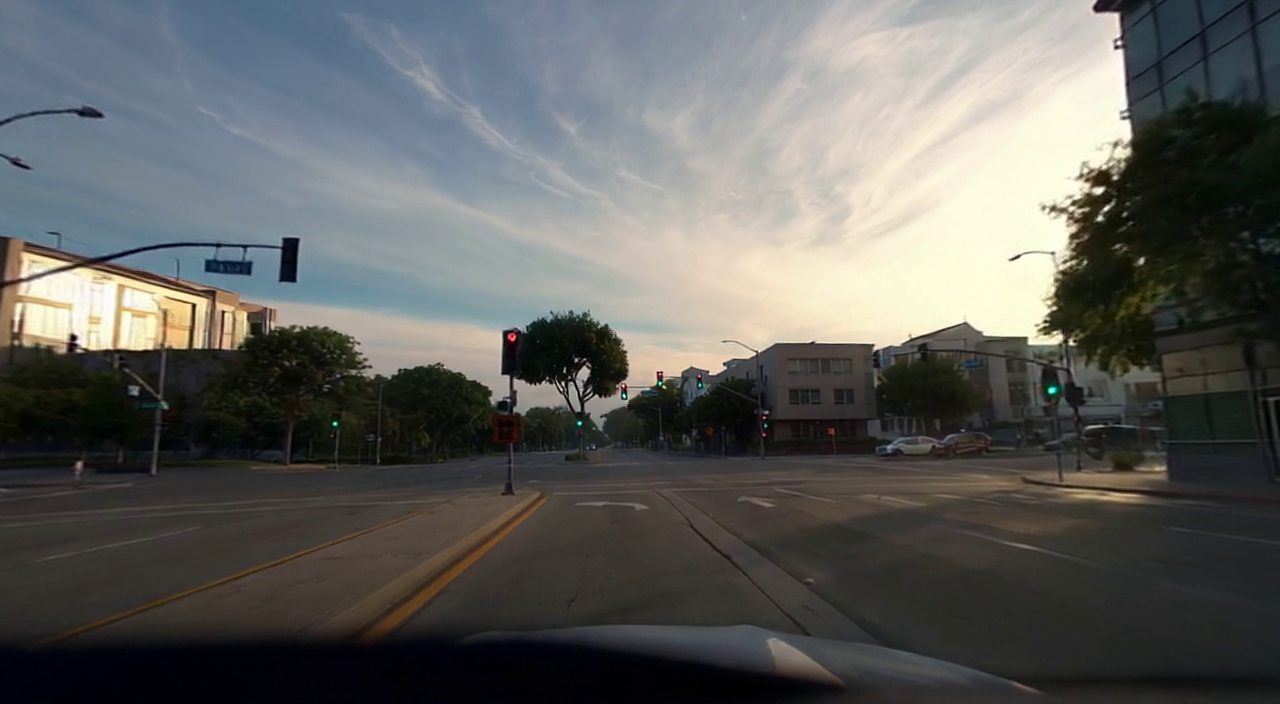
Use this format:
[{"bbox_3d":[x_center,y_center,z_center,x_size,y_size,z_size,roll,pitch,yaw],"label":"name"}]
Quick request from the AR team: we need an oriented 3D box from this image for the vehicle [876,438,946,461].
[{"bbox_3d":[20.491,7.347,47.540,4.769,1.634,1.884,3,-9,-21],"label":"vehicle"}]
